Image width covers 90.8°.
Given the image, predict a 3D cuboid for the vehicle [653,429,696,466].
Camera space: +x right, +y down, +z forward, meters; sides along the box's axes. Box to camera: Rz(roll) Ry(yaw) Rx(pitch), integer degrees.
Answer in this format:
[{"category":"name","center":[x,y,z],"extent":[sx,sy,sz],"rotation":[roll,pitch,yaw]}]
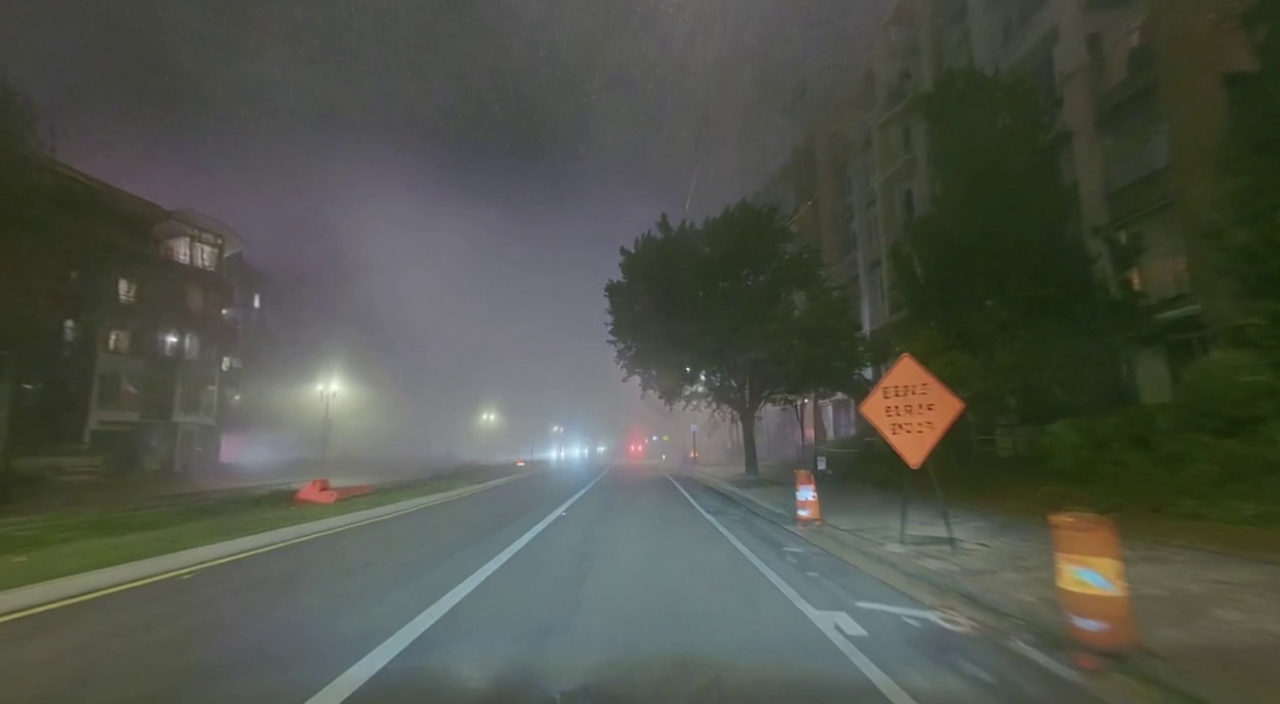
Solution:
[{"category":"vehicle","center":[2.609,7.327,48.614],"extent":[2.849,2.686,3.176],"rotation":[-1,-8,-5]}]
